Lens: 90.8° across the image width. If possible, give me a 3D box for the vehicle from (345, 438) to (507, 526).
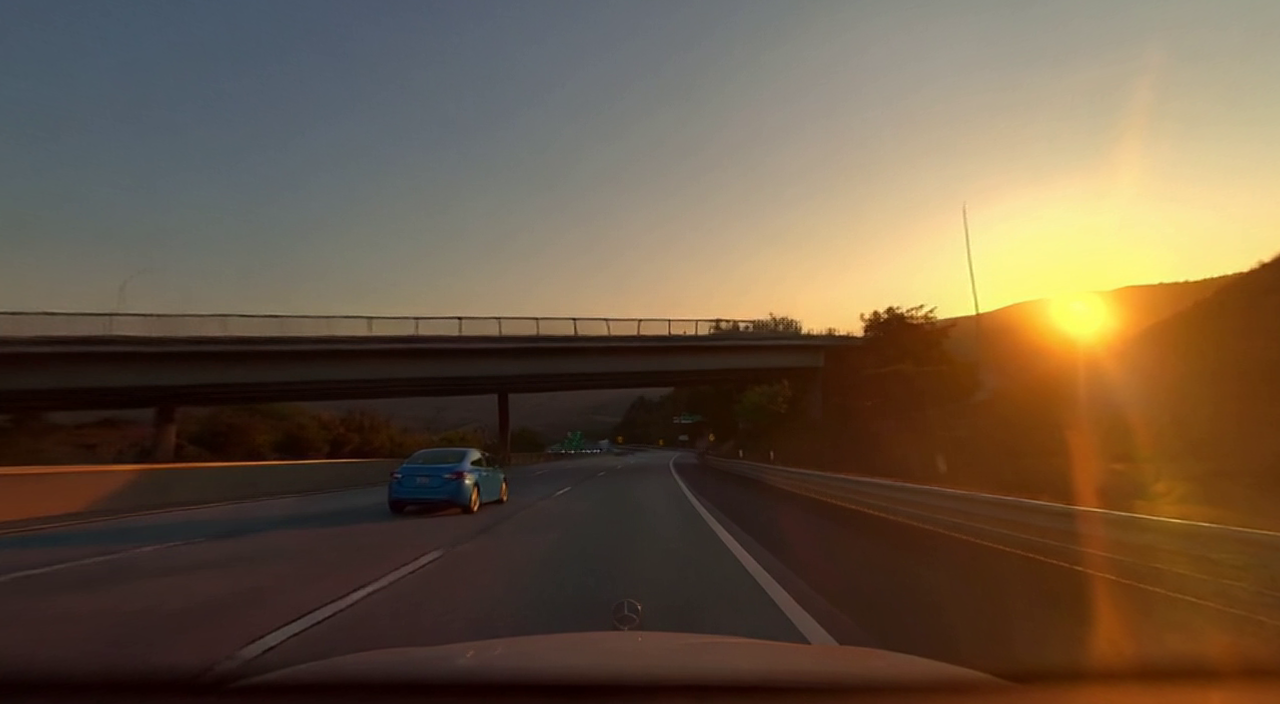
[{"bbox_3d":[-4.145,2.560,12.959,1.928,1.504,3.745,0,-9,1],"label":"vehicle"}]
